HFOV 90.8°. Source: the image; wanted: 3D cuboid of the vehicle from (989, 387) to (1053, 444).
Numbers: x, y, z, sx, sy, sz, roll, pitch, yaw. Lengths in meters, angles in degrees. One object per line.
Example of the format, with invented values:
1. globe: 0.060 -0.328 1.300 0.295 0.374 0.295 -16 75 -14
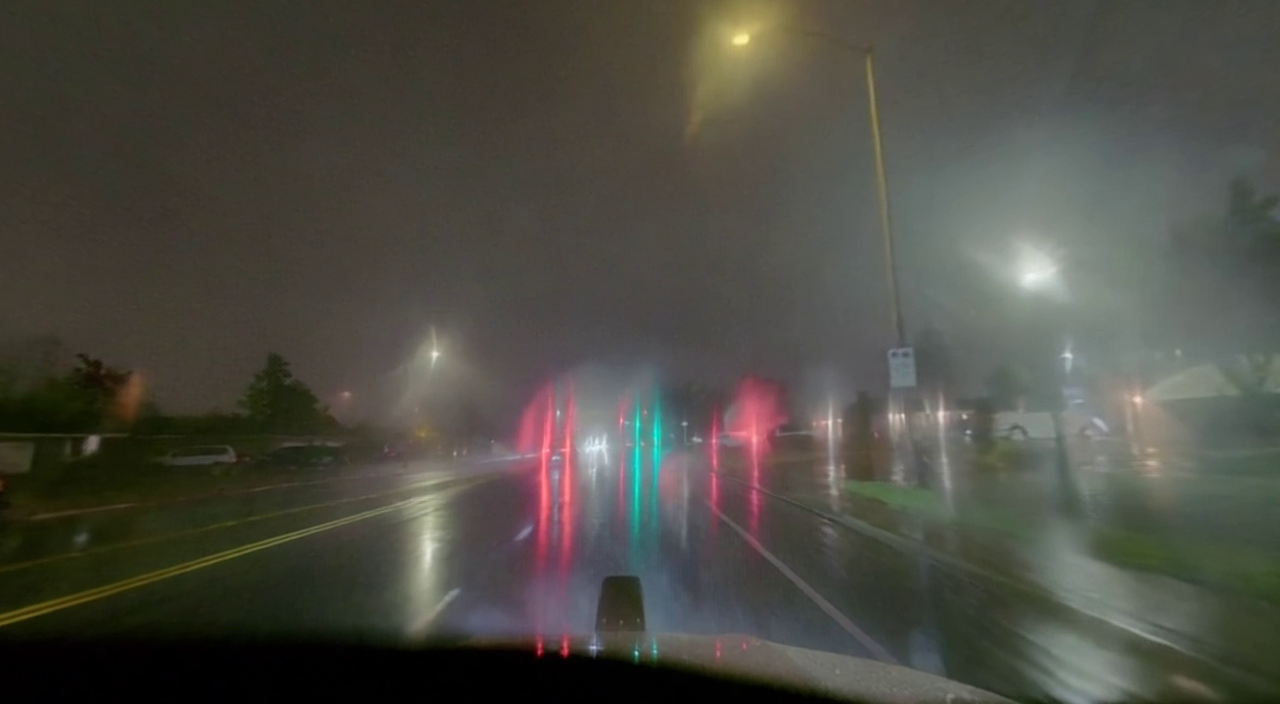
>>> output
1. vehicle: 17.670 3.073 29.369 2.153 2.355 5.958 -5 -10 30

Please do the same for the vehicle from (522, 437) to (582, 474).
1. vehicle: -3.722 4.449 27.413 2.030 1.467 4.251 0 -8 -1

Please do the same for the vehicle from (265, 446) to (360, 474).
1. vehicle: -21.009 6.932 40.634 4.866 1.749 2.158 0 -8 1

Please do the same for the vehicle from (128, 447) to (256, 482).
1. vehicle: -26.282 6.602 37.215 6.046 1.942 2.085 -1 -8 4
